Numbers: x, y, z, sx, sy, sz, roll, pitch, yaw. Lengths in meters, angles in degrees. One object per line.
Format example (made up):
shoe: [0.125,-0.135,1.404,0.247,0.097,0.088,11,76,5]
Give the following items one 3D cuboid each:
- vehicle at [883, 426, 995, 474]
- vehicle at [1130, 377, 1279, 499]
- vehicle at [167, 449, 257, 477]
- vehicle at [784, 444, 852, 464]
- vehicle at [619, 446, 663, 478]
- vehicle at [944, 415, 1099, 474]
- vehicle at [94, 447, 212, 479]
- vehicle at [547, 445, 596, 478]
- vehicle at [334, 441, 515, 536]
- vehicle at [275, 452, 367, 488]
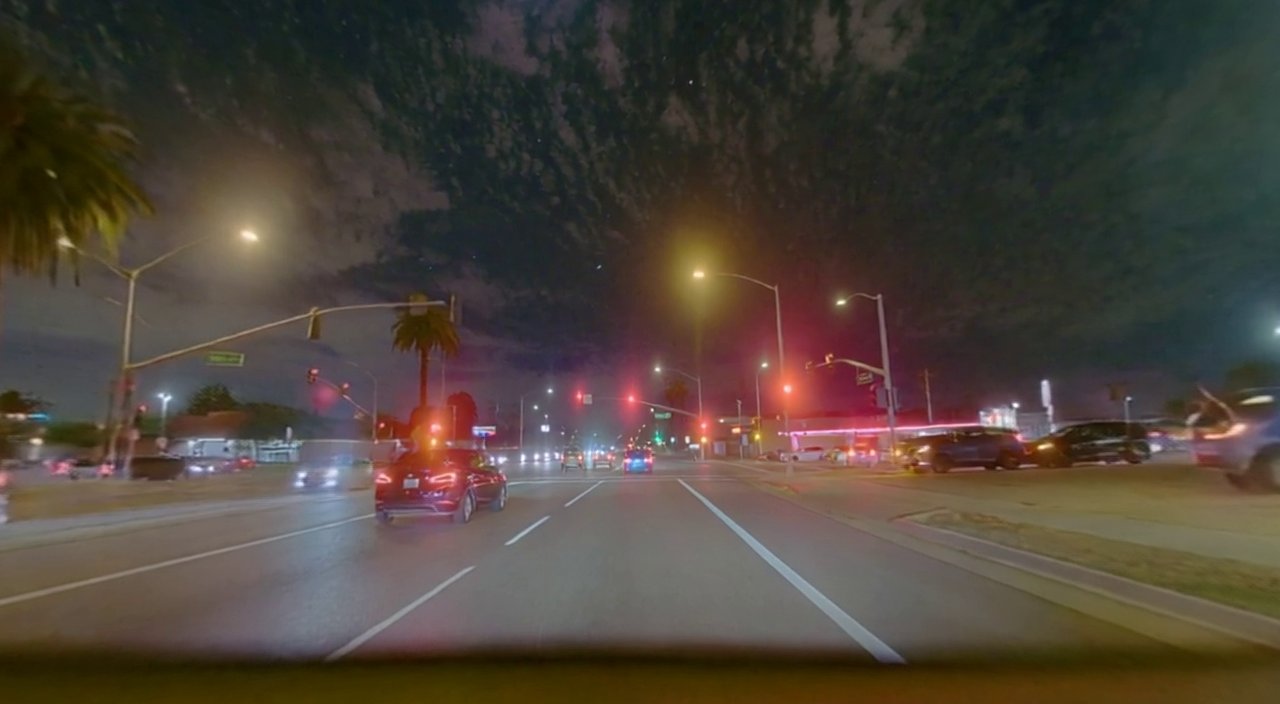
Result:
vehicle: [11.065,3.679,23.636,1.982,1.623,4.211,0,-8,-2]
vehicle: [11.023,1.326,10.023,2.111,1.875,5.301,-3,-9,1]
vehicle: [-29.565,7.674,43.478,4.640,1.809,2.118,-1,-8,2]
vehicle: [13.472,7.732,47.697,4.532,1.504,2.087,0,-8,1]
vehicle: [0.087,5.668,32.581,2.094,1.496,4.070,0,-8,1]
vehicle: [13.753,3.436,23.261,2.345,1.886,5.809,-1,-8,3]
vehicle: [-31.027,7.100,40.149,5.616,1.927,2.324,-1,-8,2]
vehicle: [-3.543,5.726,33.179,1.979,1.634,3.957,-1,-8,2]
vehicle: [-3.955,2.550,12.466,1.904,1.513,4.410,-1,-8,2]
vehicle: [-15.040,5.557,29.930,1.930,1.476,4.543,0,-8,1]
